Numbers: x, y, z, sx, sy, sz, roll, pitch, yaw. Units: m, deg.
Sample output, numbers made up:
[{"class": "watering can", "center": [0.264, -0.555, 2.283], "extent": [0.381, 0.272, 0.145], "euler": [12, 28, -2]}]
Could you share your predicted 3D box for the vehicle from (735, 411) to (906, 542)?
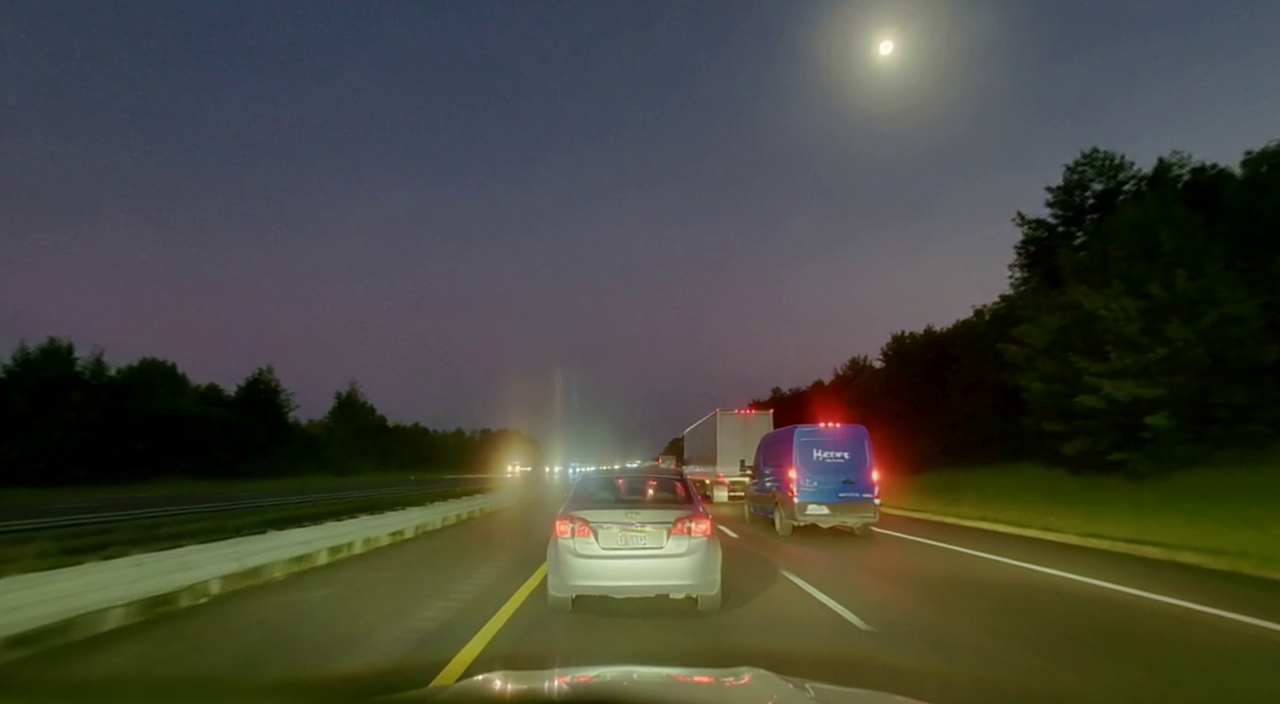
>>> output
[{"class": "vehicle", "center": [3.987, 2.955, 15.196], "extent": [2.328, 2.537, 5.290], "euler": [1, -11, -2]}]

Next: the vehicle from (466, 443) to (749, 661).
[{"class": "vehicle", "center": [-0.254, 1.733, 6.212], "extent": [1.980, 1.493, 3.410], "euler": [1, -11, -1]}]
